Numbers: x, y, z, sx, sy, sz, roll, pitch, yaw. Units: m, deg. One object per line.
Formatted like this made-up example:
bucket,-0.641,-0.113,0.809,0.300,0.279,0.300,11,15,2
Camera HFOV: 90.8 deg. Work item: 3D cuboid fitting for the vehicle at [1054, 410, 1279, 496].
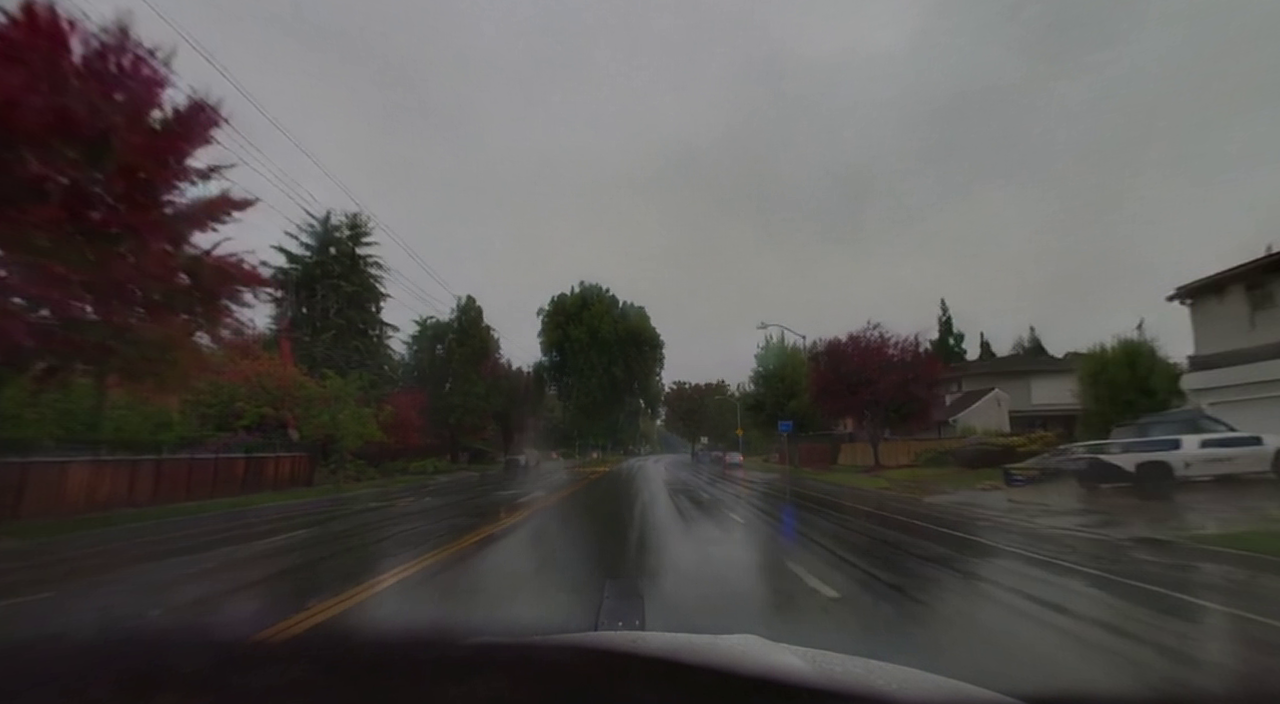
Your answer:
vehicle,13.606,2.530,15.946,4.711,1.979,2.019,-1,-9,4

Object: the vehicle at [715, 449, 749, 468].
vehicle,7.161,8.266,49.348,1.946,1.404,4.609,0,-9,0
